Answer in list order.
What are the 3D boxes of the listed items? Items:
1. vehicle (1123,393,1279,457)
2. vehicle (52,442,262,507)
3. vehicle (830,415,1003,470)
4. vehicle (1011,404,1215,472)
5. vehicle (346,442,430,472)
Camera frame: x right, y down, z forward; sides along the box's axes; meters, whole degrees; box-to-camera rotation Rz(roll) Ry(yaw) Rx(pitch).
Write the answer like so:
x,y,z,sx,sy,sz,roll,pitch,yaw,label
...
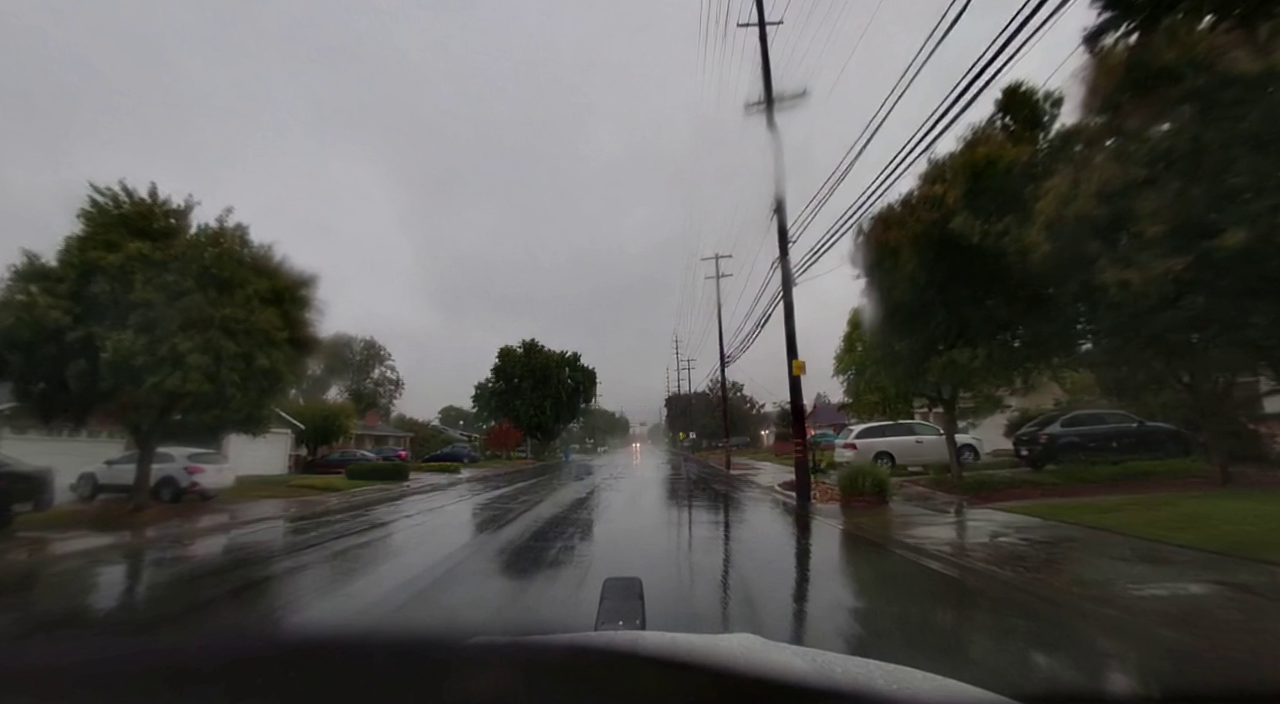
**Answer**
x,y,z,sx,sy,sz,roll,pitch,yaw,label
20.862,2.684,22.805,4.843,2.185,2.250,0,-10,2,vehicle
-13.711,3.464,18.131,4.495,1.706,1.972,-1,-8,5,vehicle
9.854,3.282,22.872,5.273,1.868,2.070,0,-8,0,vehicle
13.568,2.511,18.387,4.209,1.834,2.019,0,-9,1,vehicle
-14.813,6.143,37.136,4.232,1.693,1.949,-3,-9,17,vehicle
